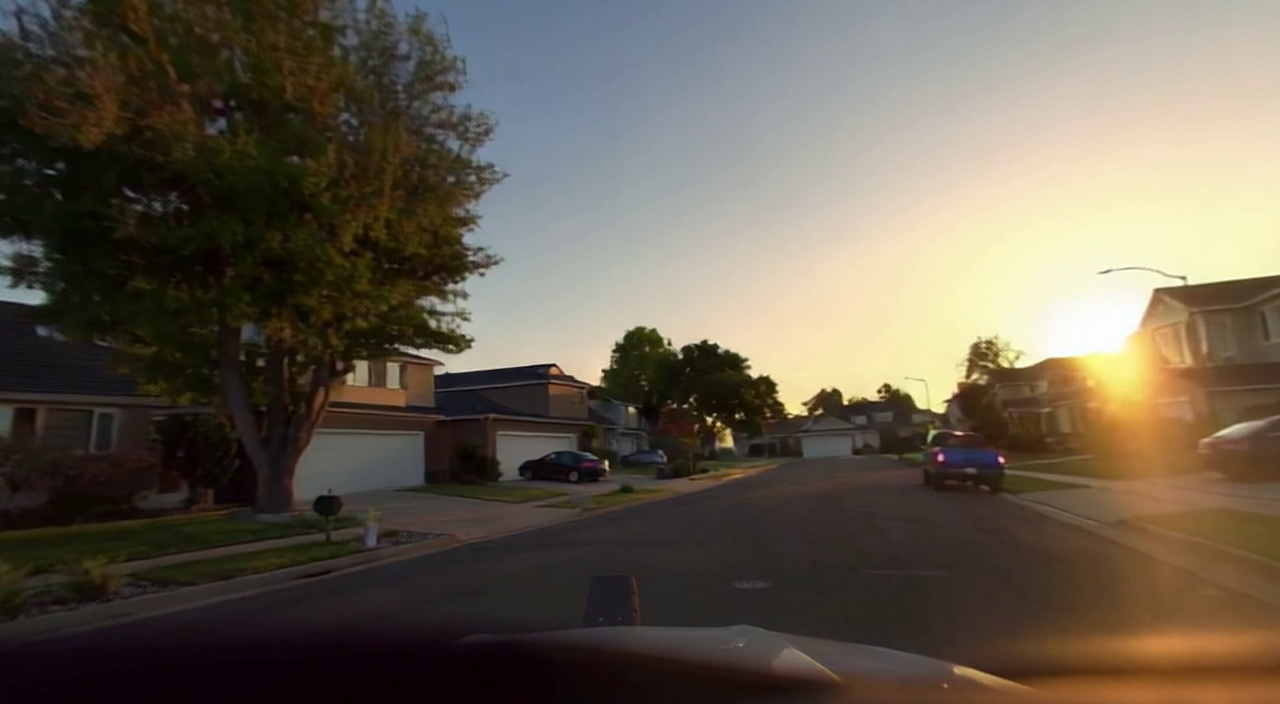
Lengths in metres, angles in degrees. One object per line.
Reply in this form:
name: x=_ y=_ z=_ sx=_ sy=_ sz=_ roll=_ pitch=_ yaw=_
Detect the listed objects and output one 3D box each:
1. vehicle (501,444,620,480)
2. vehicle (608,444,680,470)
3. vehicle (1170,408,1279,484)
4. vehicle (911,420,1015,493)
vehicle: x=-3.516 y=4.831 z=27.938 sx=4.916 sy=1.485 sz=1.807 roll=-3 pitch=-9 yaw=18
vehicle: x=0.260 y=6.791 z=40.970 sx=4.319 sy=1.605 sz=1.770 roll=-3 pitch=-9 yaw=16
vehicle: x=14.185 y=1.966 z=13.369 sx=3.984 sy=1.515 sz=1.903 roll=-2 pitch=-8 yaw=11
vehicle: x=10.354 y=3.340 z=20.661 sx=2.552 sy=2.024 sz=5.414 roll=-4 pitch=-9 yaw=23
